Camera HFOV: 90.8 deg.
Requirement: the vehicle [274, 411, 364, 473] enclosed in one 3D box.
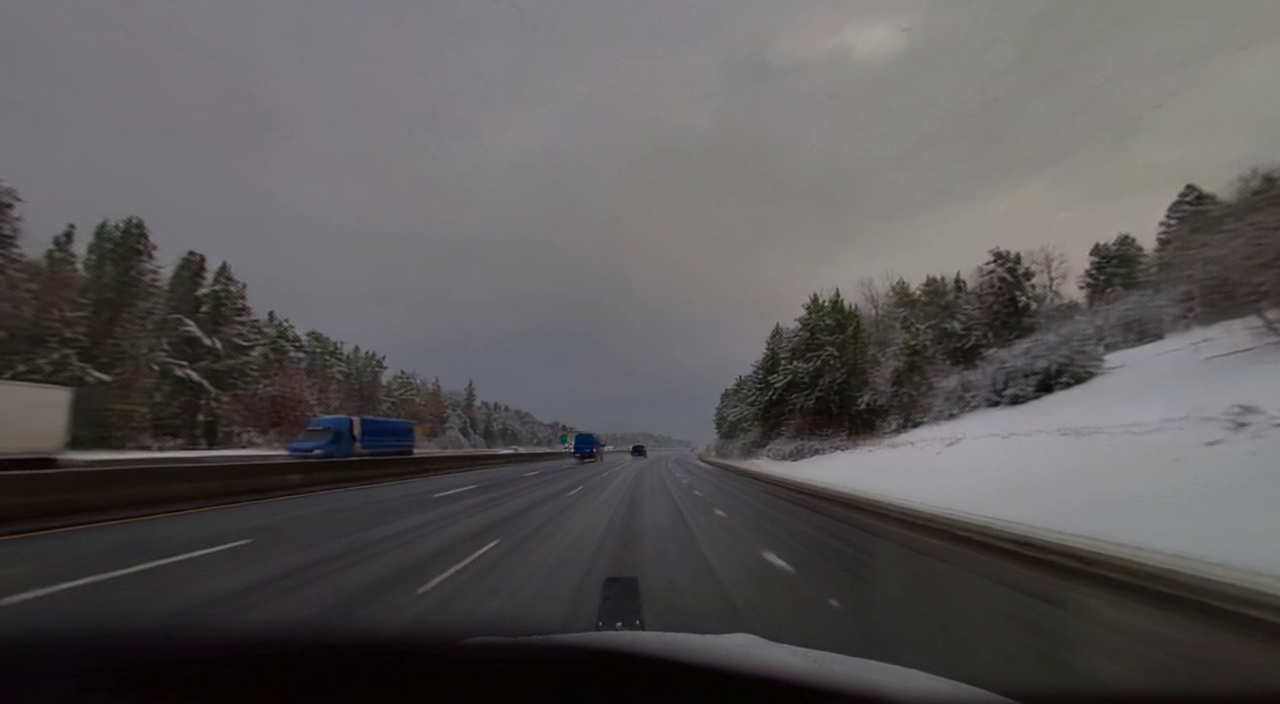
[{"bbox_3d":[-22.505,6.411,44.653,2.999,4.017,5.918,-1,-9,2],"label":"vehicle"}]
